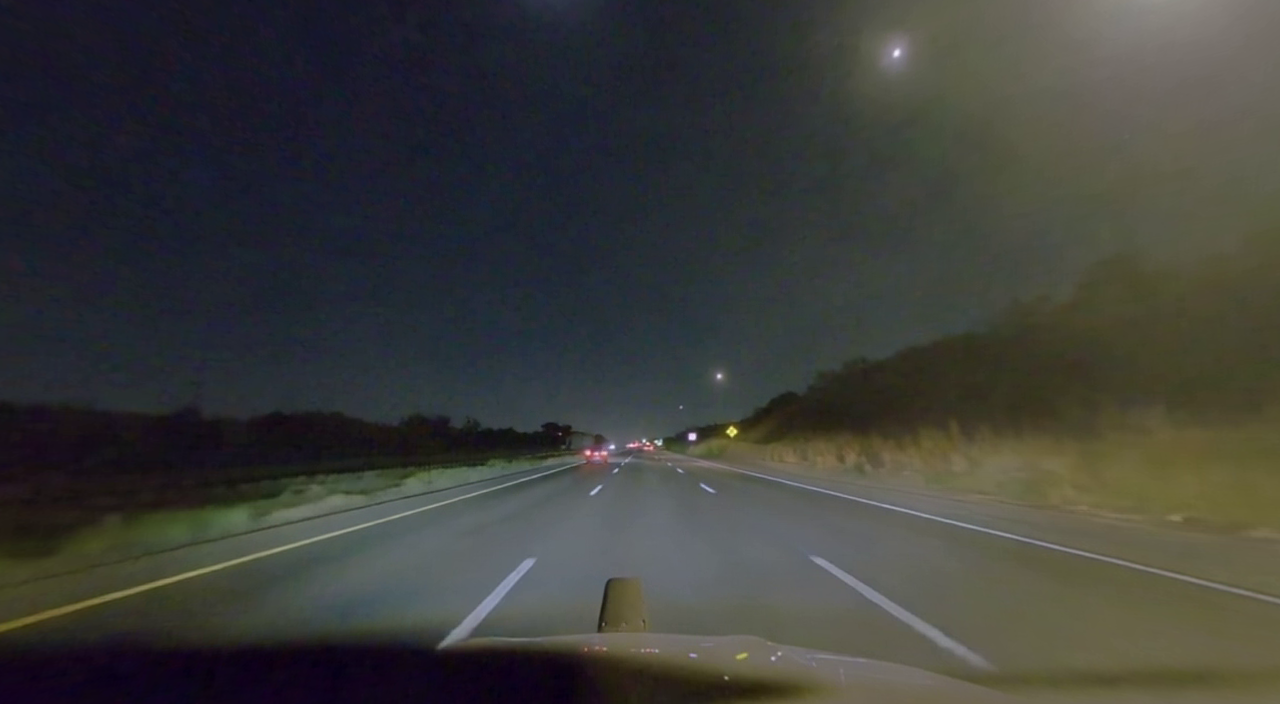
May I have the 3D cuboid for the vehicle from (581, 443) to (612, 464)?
[{"bbox_3d":[-3.174,7.530,46.893,1.991,1.475,4.302,0,-8,1],"label":"vehicle"}]
